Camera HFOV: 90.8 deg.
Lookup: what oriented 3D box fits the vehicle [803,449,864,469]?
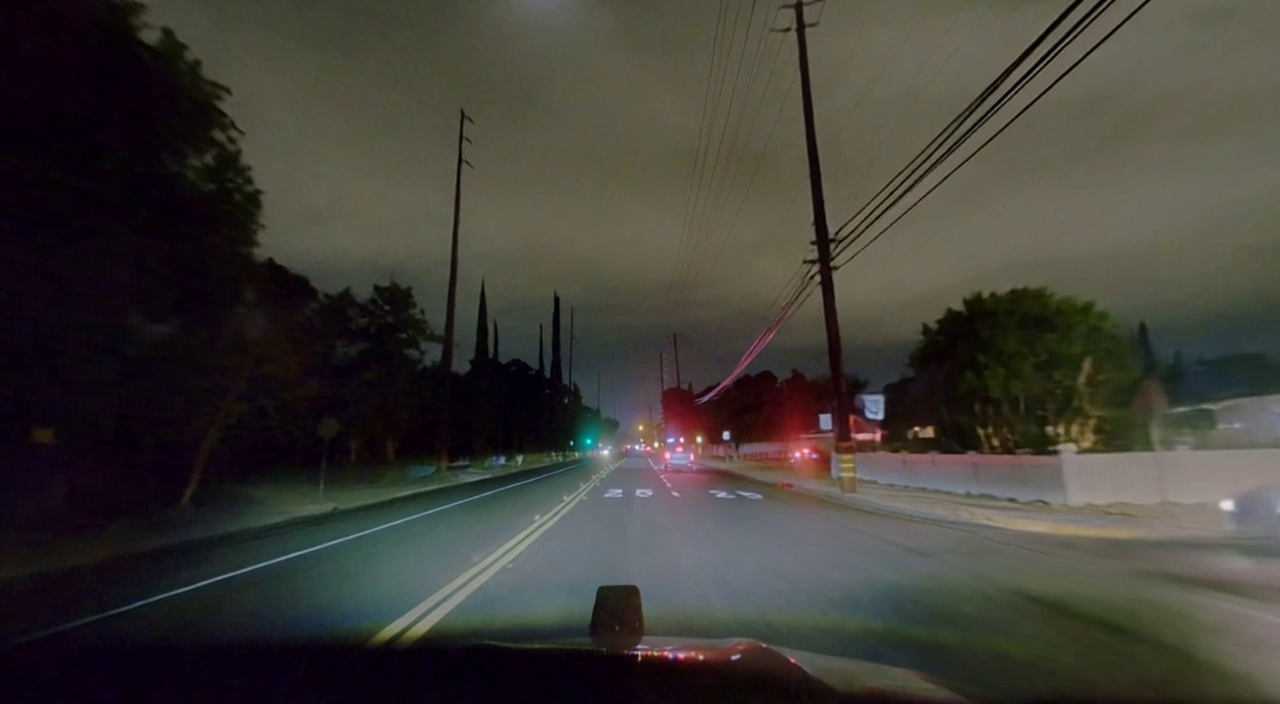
[{"bbox_3d":[14.352,7.938,47.001,3.838,1.405,1.992,1,-9,-6],"label":"vehicle"}]

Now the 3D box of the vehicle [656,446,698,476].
[{"bbox_3d":[1.885,5.660,33.033,1.975,1.497,3.647,0,-9,0],"label":"vehicle"}]
